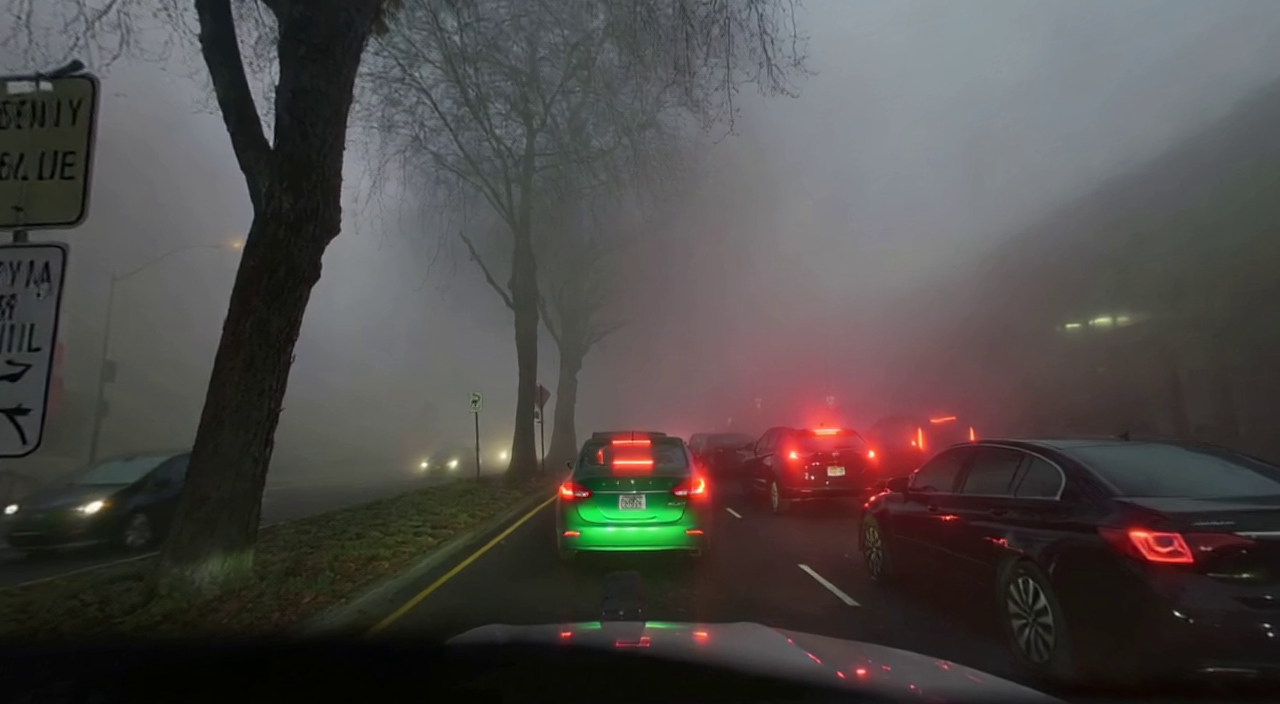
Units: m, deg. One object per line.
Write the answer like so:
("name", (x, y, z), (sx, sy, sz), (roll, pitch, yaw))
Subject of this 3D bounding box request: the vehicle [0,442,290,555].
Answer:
("vehicle", (-7.967, 2.267, 10.504), (1.953, 1.477, 4.050), (0, -9, 0))

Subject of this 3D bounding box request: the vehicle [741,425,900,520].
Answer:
("vehicle", (3.552, 2.469, 13.403), (2.025, 1.660, 4.263), (0, -9, -1))

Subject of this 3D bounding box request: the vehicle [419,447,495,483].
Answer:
("vehicle", (-7.950, 4.929, 27.940), (1.991, 1.433, 4.261), (-1, -9, 1))

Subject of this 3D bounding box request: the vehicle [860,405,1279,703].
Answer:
("vehicle", (3.312, 1.248, 4.469), (1.988, 1.480, 4.195), (0, -9, 0))

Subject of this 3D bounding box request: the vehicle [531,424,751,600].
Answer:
("vehicle", (-0.016, 1.645, 7.277), (1.887, 1.487, 3.535), (0, -9, -1))
